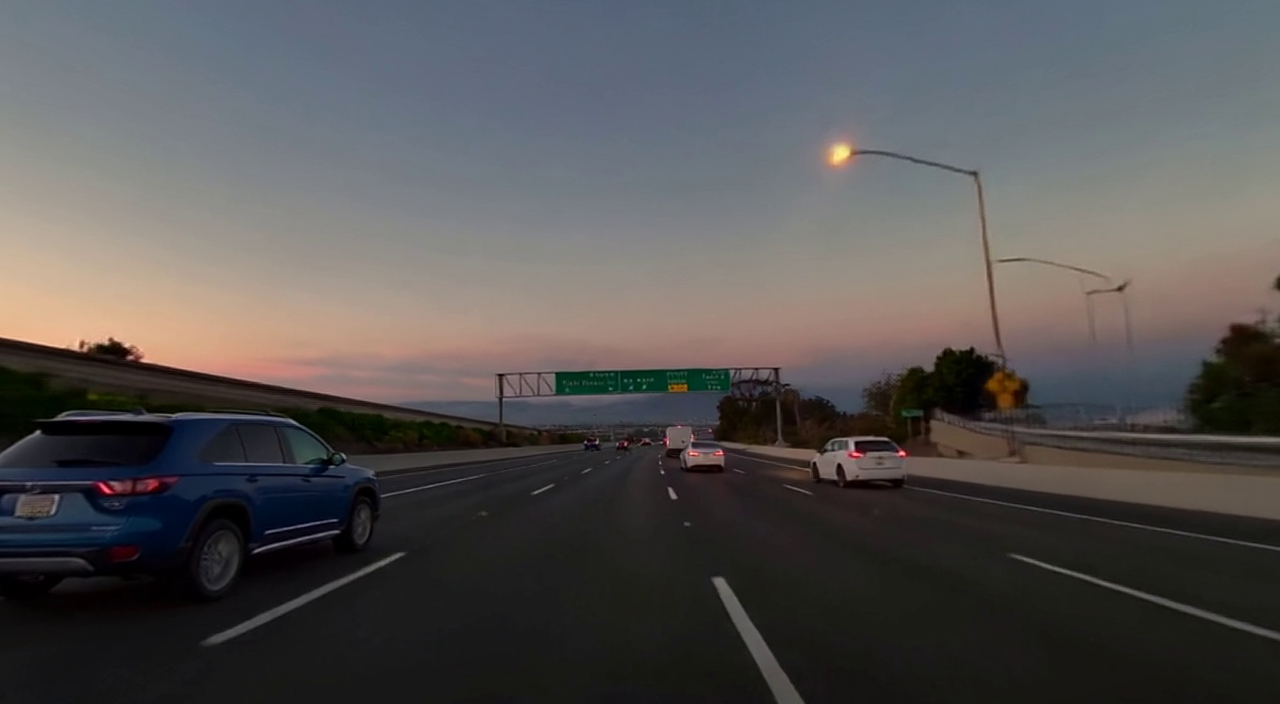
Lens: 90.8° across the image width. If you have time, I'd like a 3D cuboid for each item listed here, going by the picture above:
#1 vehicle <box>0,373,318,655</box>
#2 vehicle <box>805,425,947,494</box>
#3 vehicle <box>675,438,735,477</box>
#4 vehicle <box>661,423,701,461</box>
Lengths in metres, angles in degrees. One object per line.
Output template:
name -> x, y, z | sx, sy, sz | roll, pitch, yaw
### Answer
vehicle -> -4.757, 1.168, 5.141 | 2.000, 1.646, 4.201 | 0, -8, 1
vehicle -> 6.561, 3.051, 18.316 | 2.184, 1.712, 4.856 | 0, -8, 0
vehicle -> 2.750, 4.613, 27.921 | 2.108, 1.509, 5.059 | 0, -8, 0
vehicle -> 3.038, 6.920, 48.638 | 2.629, 2.718, 6.740 | 0, -8, 0
